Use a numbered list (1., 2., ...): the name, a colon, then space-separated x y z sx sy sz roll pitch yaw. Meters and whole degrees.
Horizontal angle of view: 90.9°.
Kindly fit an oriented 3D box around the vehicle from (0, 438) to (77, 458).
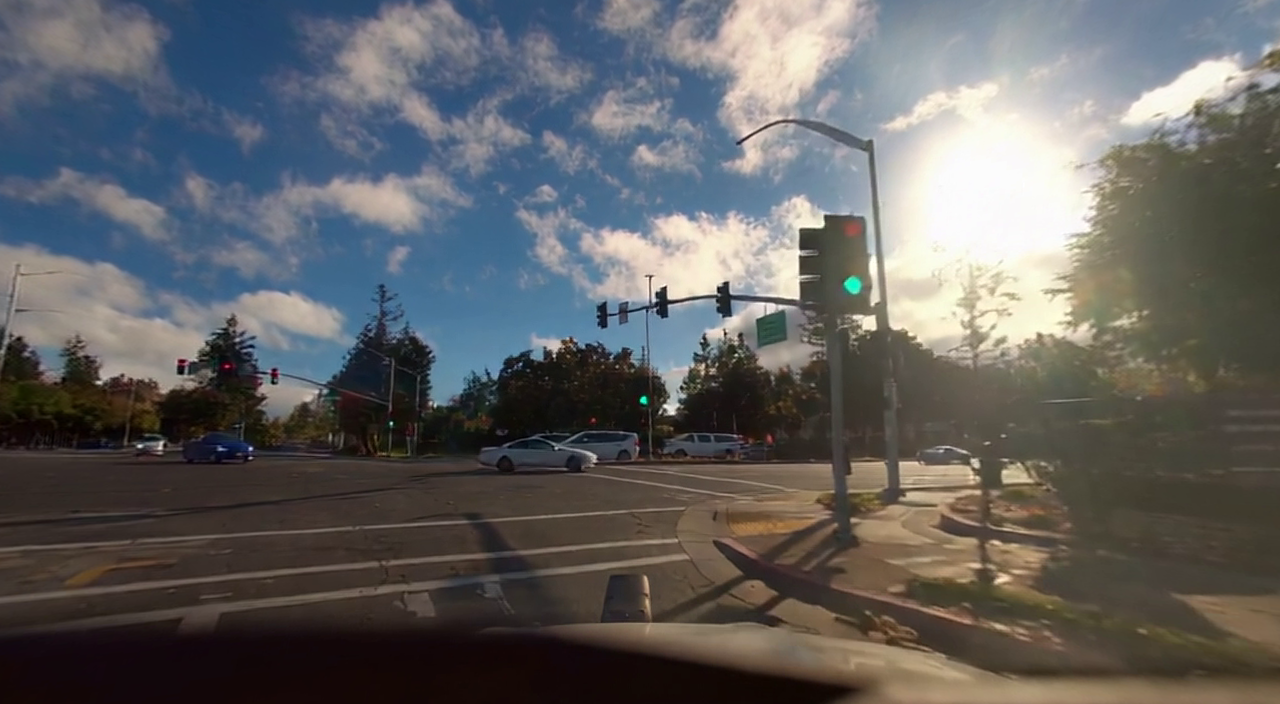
1. vehicle: -48.092 7.624 49.876 4.826 1.484 2.000 1 -9 -6

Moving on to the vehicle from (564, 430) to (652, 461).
1. vehicle: -1.715 5.144 34.589 4.483 1.589 1.852 6 -11 -32

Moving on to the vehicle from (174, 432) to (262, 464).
1. vehicle: -20.369 4.637 30.326 4.686 1.425 2.018 -7 -11 38

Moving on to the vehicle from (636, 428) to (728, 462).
1. vehicle: 2.828 6.142 41.404 5.791 1.964 2.199 7 -11 -32

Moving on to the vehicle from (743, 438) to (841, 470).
1. vehicle: 7.699 5.140 31.761 5.032 1.473 1.827 6 -11 -33

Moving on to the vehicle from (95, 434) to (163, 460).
1. vehicle: -36.787 6.834 45.286 5.332 1.807 2.450 -7 -11 37

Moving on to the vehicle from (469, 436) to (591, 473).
1. vehicle: -4.225 4.030 24.790 4.425 1.366 1.865 0 -9 -1
